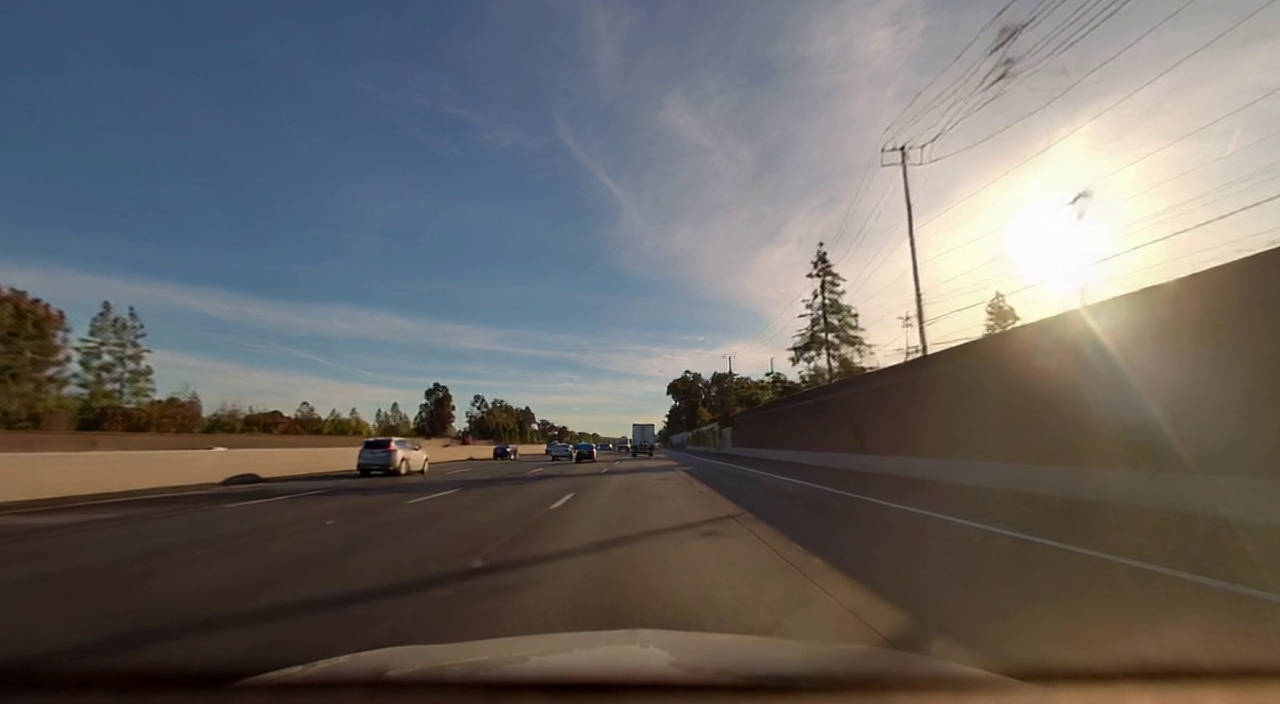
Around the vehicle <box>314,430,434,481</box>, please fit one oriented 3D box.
[{"bbox_3d":[-10.614,4.203,25.816,2.310,1.853,5.817,0,-9,1],"label":"vehicle"}]

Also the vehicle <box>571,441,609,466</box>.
[{"bbox_3d":[-3.268,6.743,41.826,2.045,1.532,4.954,0,-9,1],"label":"vehicle"}]
